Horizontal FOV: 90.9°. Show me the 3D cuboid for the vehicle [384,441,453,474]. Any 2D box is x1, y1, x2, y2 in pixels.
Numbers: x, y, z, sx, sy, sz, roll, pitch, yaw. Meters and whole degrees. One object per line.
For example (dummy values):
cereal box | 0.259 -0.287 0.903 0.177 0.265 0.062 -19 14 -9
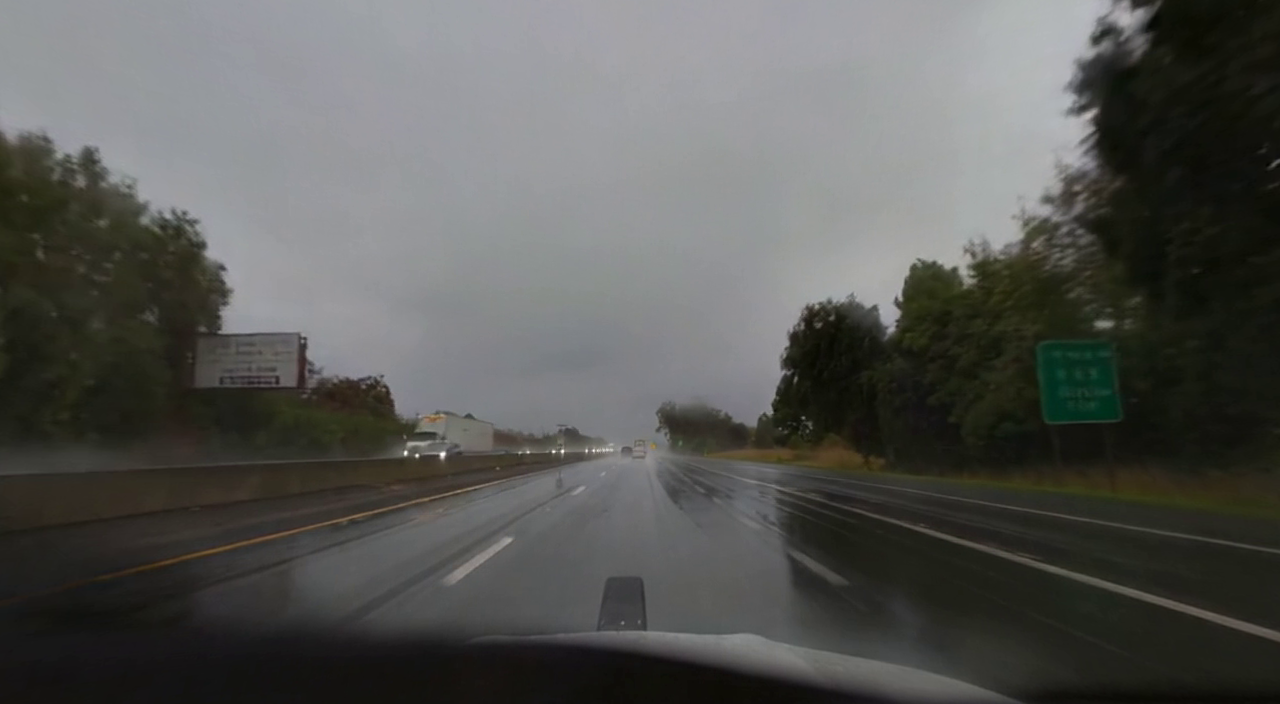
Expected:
vehicle | -12.216 5.823 35.065 2.033 1.695 4.787 0 -9 1
